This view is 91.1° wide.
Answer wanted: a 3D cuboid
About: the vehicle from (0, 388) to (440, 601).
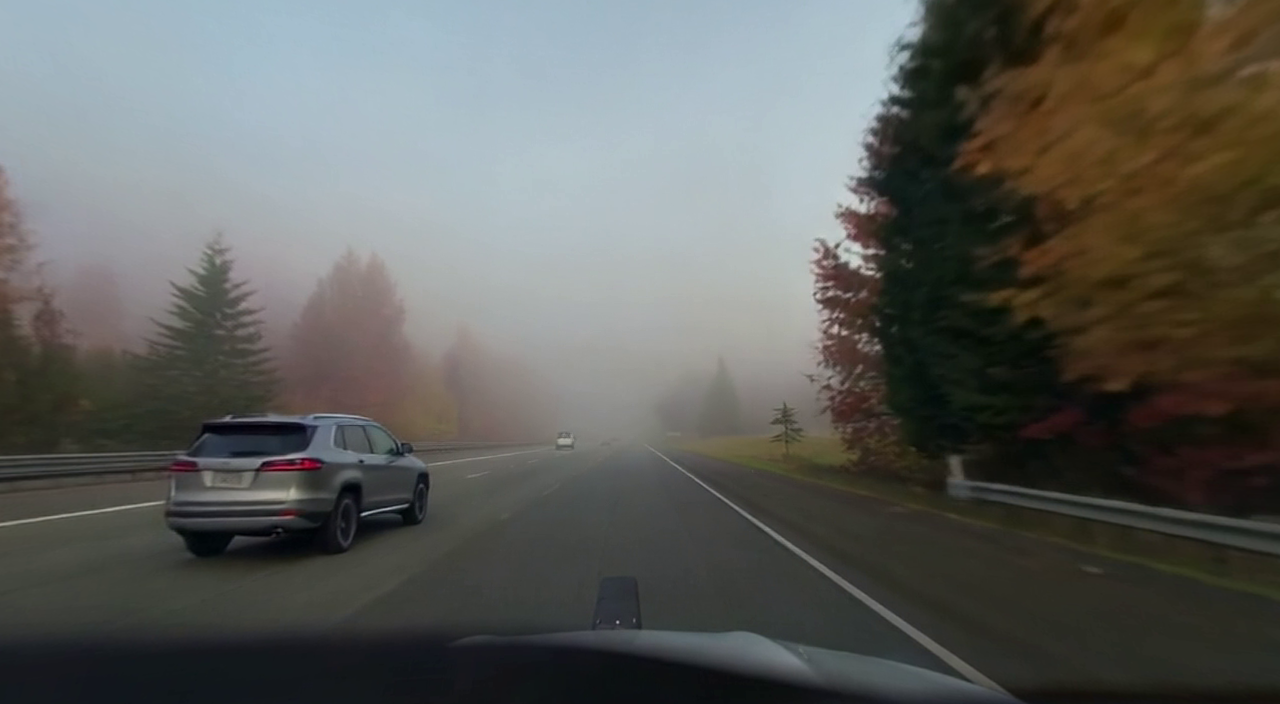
[{"bbox_3d":[-4.119,1.431,7.294,2.057,1.666,4.552,0,-8,1],"label":"vehicle"}]
